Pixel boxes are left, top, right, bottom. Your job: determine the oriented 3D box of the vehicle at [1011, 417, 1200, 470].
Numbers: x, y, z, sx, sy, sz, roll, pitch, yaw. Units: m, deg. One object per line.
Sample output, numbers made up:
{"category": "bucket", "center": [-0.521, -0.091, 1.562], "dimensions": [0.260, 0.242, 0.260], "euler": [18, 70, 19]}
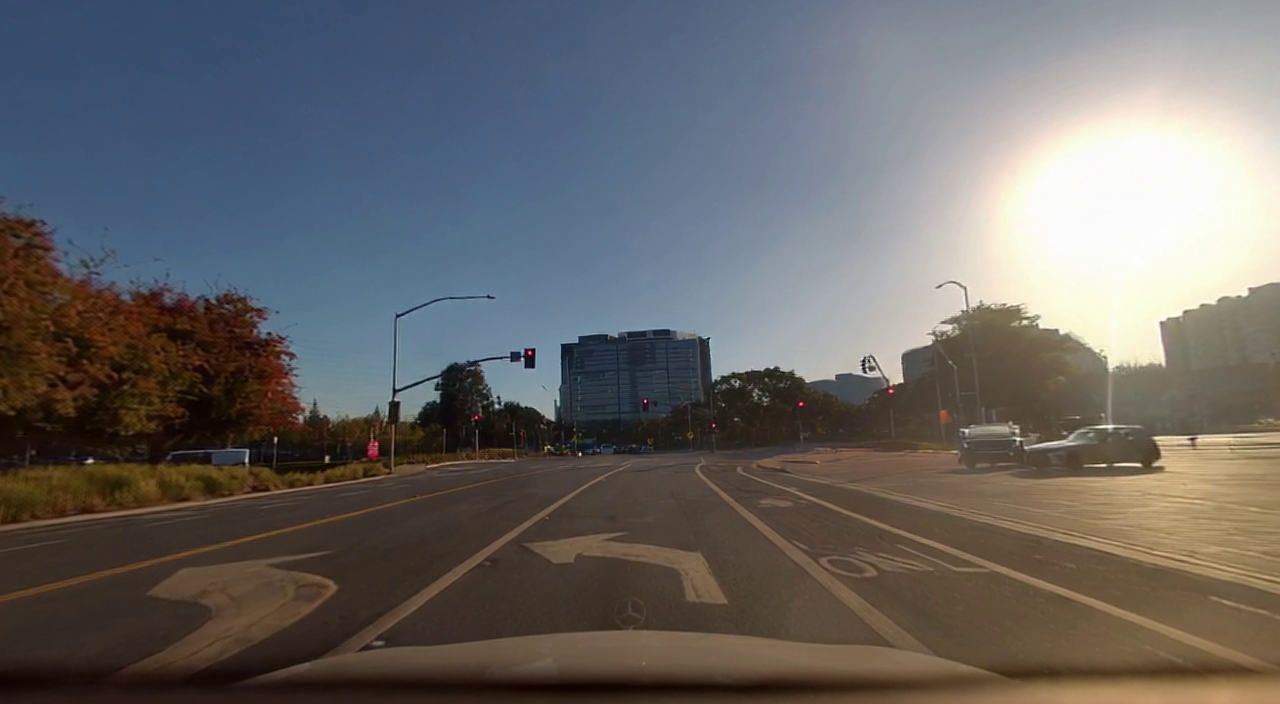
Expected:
{"category": "vehicle", "center": [13.888, 2.760, 18.994], "dimensions": [4.167, 1.476, 1.871], "euler": [0, -8, 0]}
